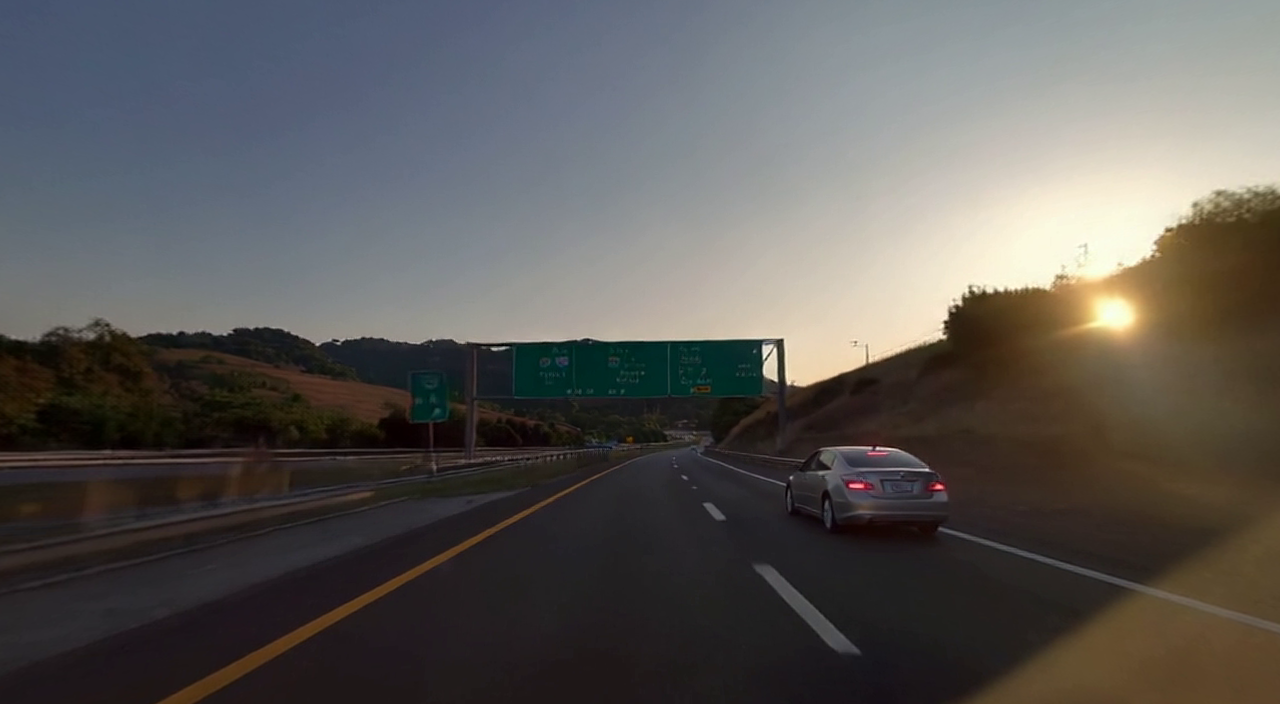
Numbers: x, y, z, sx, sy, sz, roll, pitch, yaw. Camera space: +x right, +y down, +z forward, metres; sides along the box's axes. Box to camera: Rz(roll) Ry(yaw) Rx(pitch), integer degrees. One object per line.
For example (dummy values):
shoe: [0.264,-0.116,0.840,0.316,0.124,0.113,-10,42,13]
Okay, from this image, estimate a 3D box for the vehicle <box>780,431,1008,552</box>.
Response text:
vehicle: [3.690,2.081,10.115,1.997,1.515,4.025,0,-8,0]
